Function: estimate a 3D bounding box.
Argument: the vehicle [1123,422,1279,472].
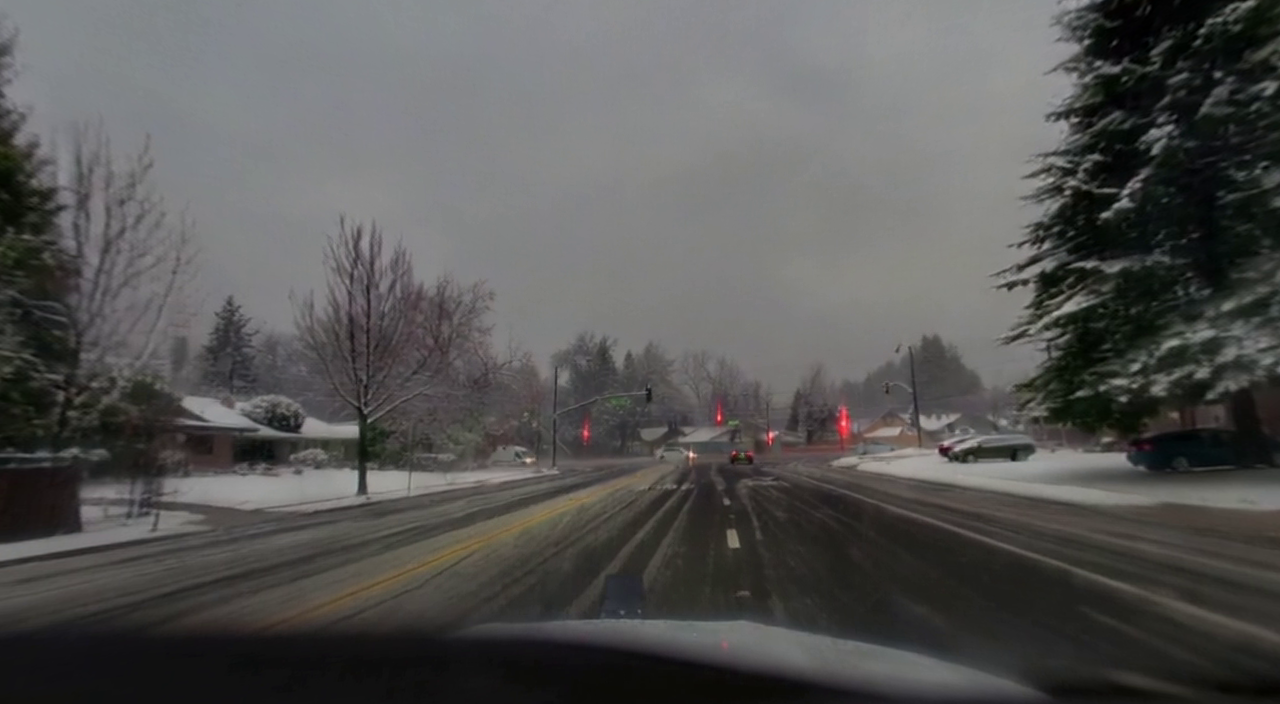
[{"bbox_3d":[18.342,3.031,20.144,4.210,1.474,1.799,-2,-9,9],"label":"vehicle"}]

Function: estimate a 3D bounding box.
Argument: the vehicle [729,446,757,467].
[{"bbox_3d":[8.030,8.183,49.569,1.947,1.485,4.336,-1,-9,6],"label":"vehicle"}]

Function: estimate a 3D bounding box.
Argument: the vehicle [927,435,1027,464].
[{"bbox_3d":[19.781,5.746,37.241,4.702,1.595,1.986,-1,-9,5],"label":"vehicle"}]
